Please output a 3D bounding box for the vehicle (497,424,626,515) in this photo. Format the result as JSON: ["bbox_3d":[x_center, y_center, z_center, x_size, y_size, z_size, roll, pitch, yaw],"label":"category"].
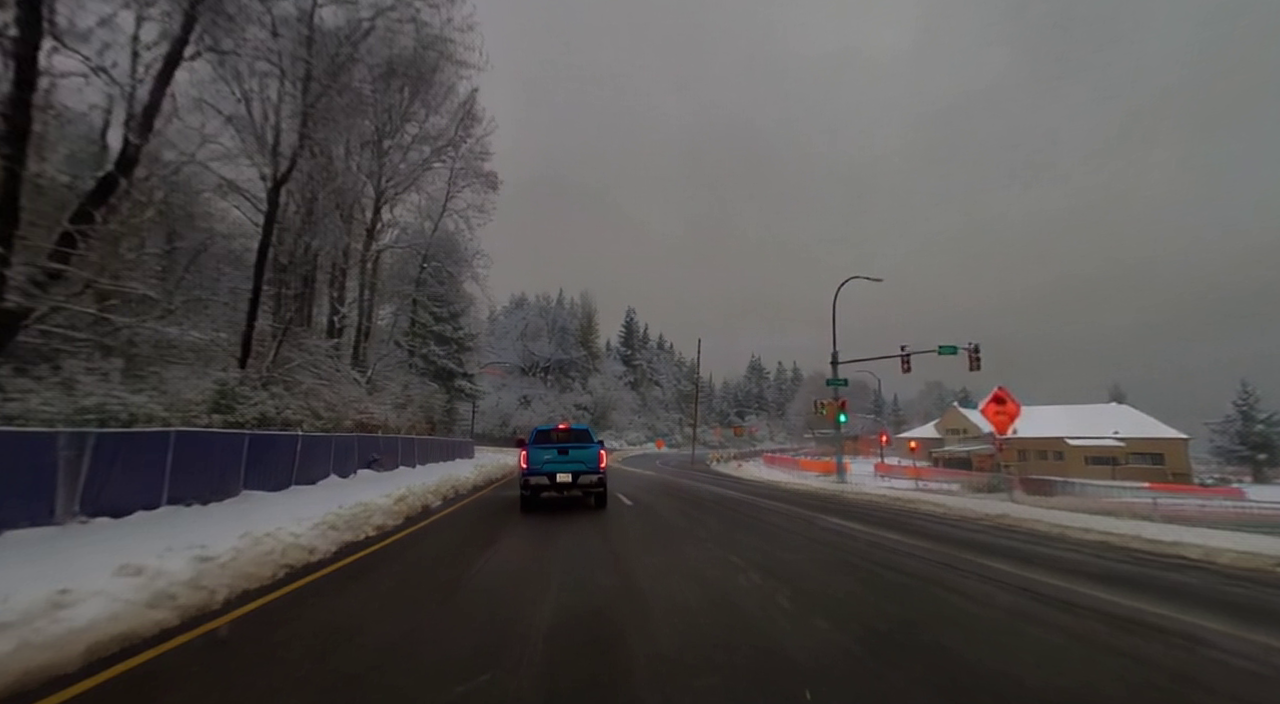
[{"bbox_3d":[-1.625,2.633,14.757,2.436,1.698,5.322,0,-8,-3],"label":"vehicle"}]
